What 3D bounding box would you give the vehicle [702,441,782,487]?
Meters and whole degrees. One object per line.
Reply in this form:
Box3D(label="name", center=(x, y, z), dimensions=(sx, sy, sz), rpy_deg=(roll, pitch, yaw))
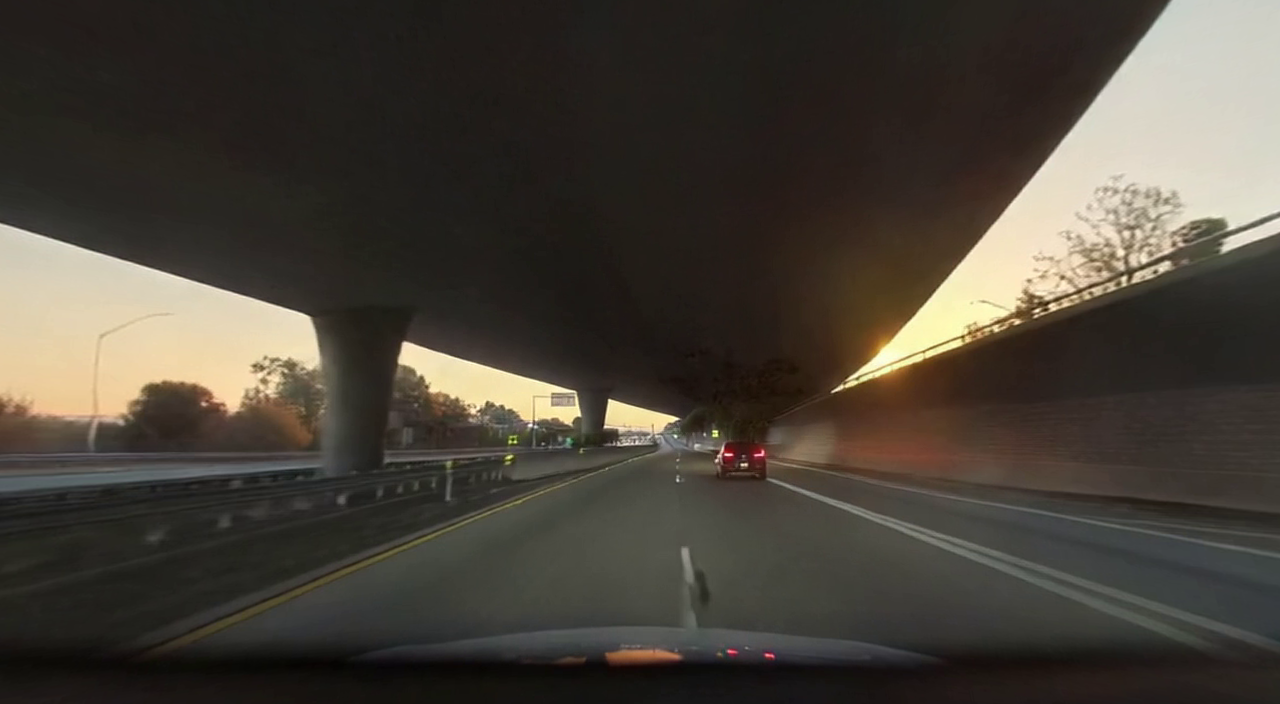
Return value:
Box3D(label="vehicle", center=(3.380, 3.825, 21.738), dimensions=(2.124, 1.405, 4.398), rpy_deg=(0, -8, 1))
